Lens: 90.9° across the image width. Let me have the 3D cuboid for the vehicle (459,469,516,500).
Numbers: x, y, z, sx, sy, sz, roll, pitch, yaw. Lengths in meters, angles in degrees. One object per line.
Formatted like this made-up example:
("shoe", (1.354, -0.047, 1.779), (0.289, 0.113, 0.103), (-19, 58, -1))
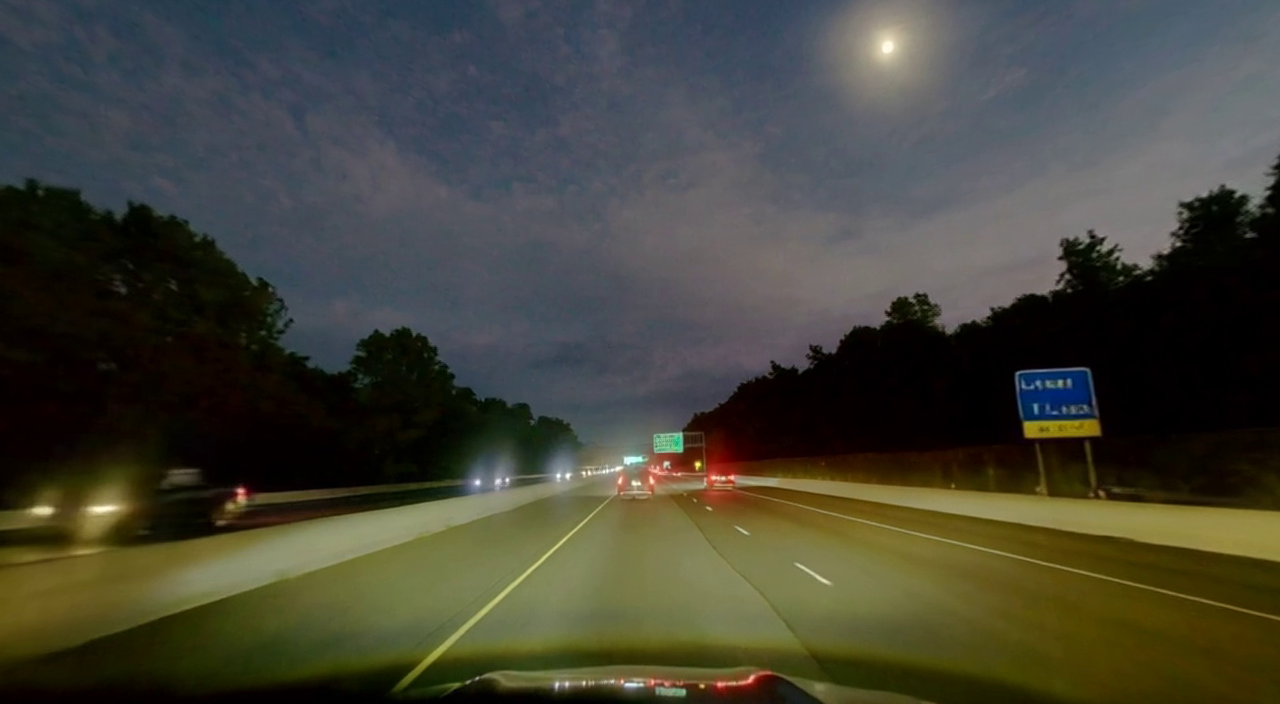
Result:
("vehicle", (-7.937, 6.923, 33.162), (1.926, 1.442, 4.175), (1, -10, 1))

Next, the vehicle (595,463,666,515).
("vehicle", (-0.308, 4.361, 20.395), (2.060, 1.473, 3.726), (1, -10, -1))

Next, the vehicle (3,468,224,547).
("vehicle", (-12.296, 3.600, 15.138), (1.856, 1.595, 3.945), (1, -10, -1))

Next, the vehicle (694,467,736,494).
("vehicle", (4.480, 7.768, 38.264), (1.974, 1.476, 4.119), (1, -10, -1))
